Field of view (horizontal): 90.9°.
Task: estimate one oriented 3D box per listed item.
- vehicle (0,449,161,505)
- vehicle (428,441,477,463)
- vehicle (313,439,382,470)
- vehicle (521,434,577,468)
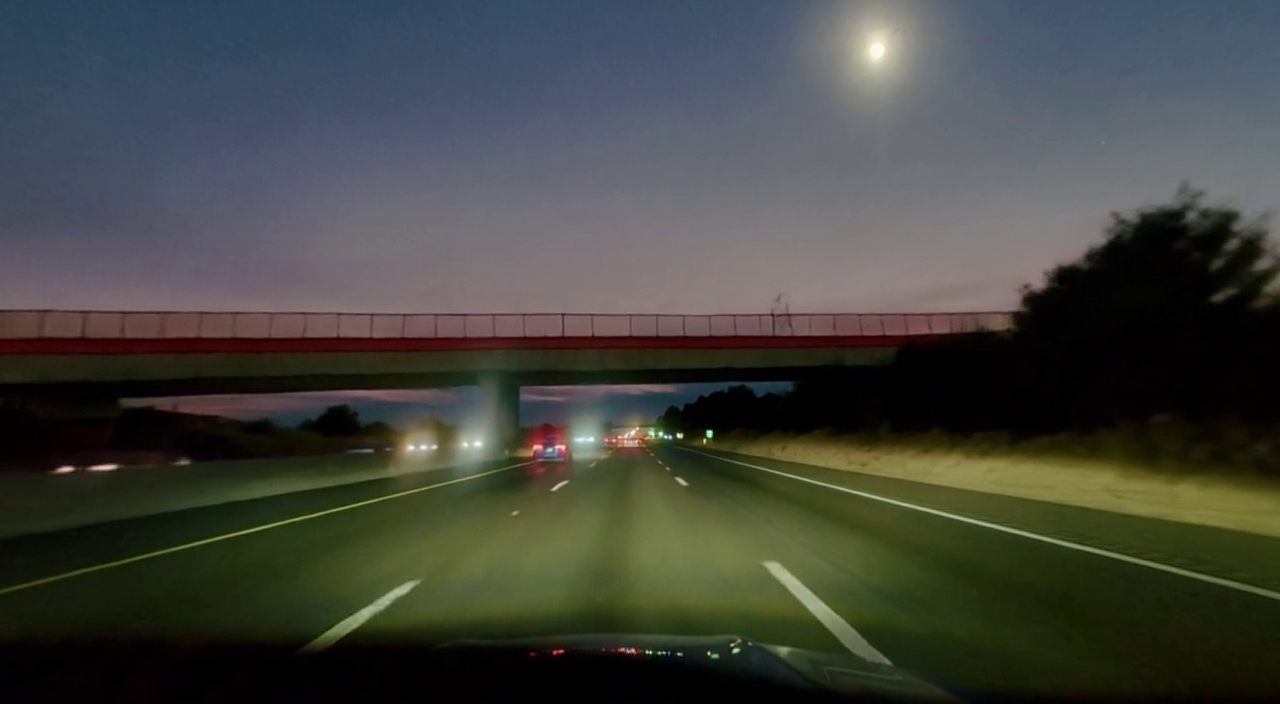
[{"bbox_3d":[-16.466,3.526,18.243,1.750,1.335,4.396,0,-8,0],"label":"vehicle"},{"bbox_3d":[-13.027,6.948,44.098,1.970,1.473,4.699,0,-8,0],"label":"vehicle"},{"bbox_3d":[-16.209,5.664,35.137,1.871,1.548,4.080,0,-8,0],"label":"vehicle"},{"bbox_3d":[-4.388,4.844,30.995,2.074,1.535,4.437,0,-8,0],"label":"vehicle"}]
